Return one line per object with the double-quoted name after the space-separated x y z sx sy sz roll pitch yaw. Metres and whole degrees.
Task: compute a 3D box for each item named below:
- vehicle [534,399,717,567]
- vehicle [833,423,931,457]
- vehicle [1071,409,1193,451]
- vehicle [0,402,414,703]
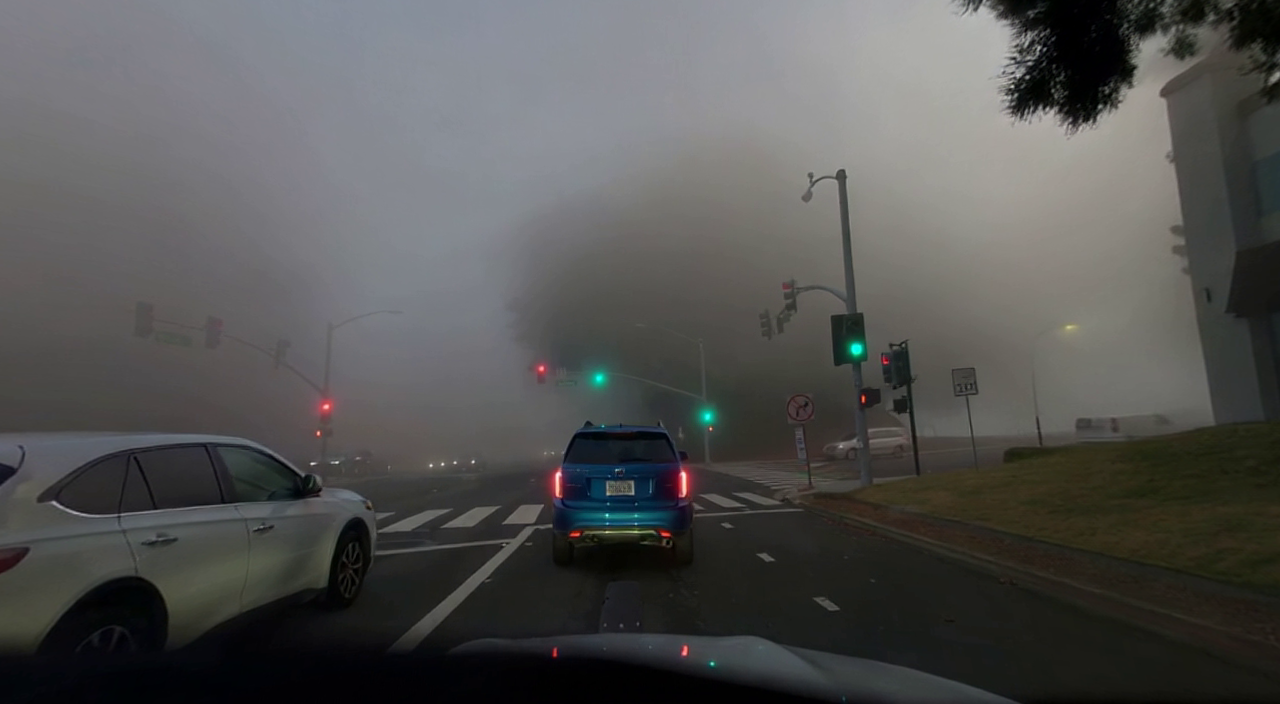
-0.172 1.795 9.341 2.059 1.877 4.249 0 -8 0 "vehicle"
13.534 4.924 35.374 4.872 1.806 2.107 3 -9 -20 "vehicle"
25.395 4.014 32.611 5.215 1.967 2.392 1 -8 -20 "vehicle"
-3.370 1.262 4.554 2.011 1.527 4.008 0 -8 -1 "vehicle"
